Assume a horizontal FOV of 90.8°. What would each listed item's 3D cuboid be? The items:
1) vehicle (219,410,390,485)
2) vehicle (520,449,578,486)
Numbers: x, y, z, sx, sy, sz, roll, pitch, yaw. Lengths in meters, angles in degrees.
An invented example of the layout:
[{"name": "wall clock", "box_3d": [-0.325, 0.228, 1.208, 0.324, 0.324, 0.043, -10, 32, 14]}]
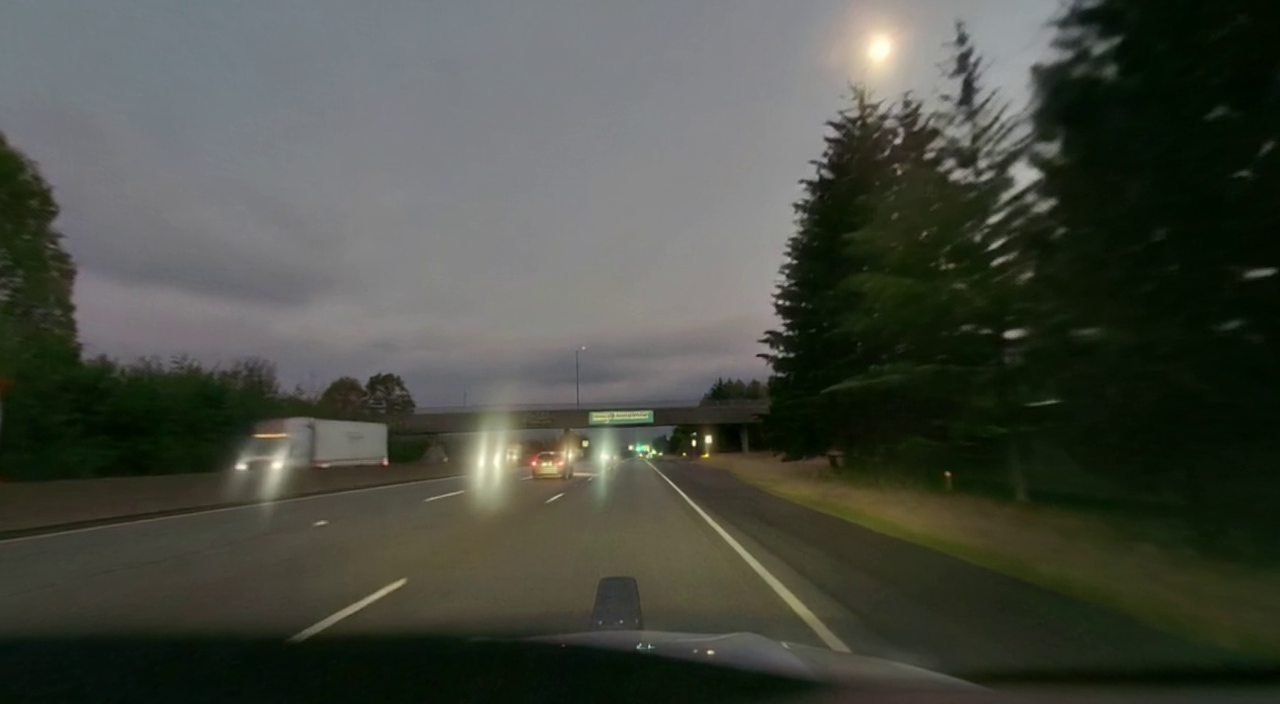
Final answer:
[{"name": "vehicle", "box_3d": [-20.300, 6.107, 40.132, 2.907, 3.842, 14.891, 0, -9, -1]}, {"name": "vehicle", "box_3d": [-4.013, 5.175, 28.551, 1.992, 1.504, 4.117, 0, -9, 1]}]
